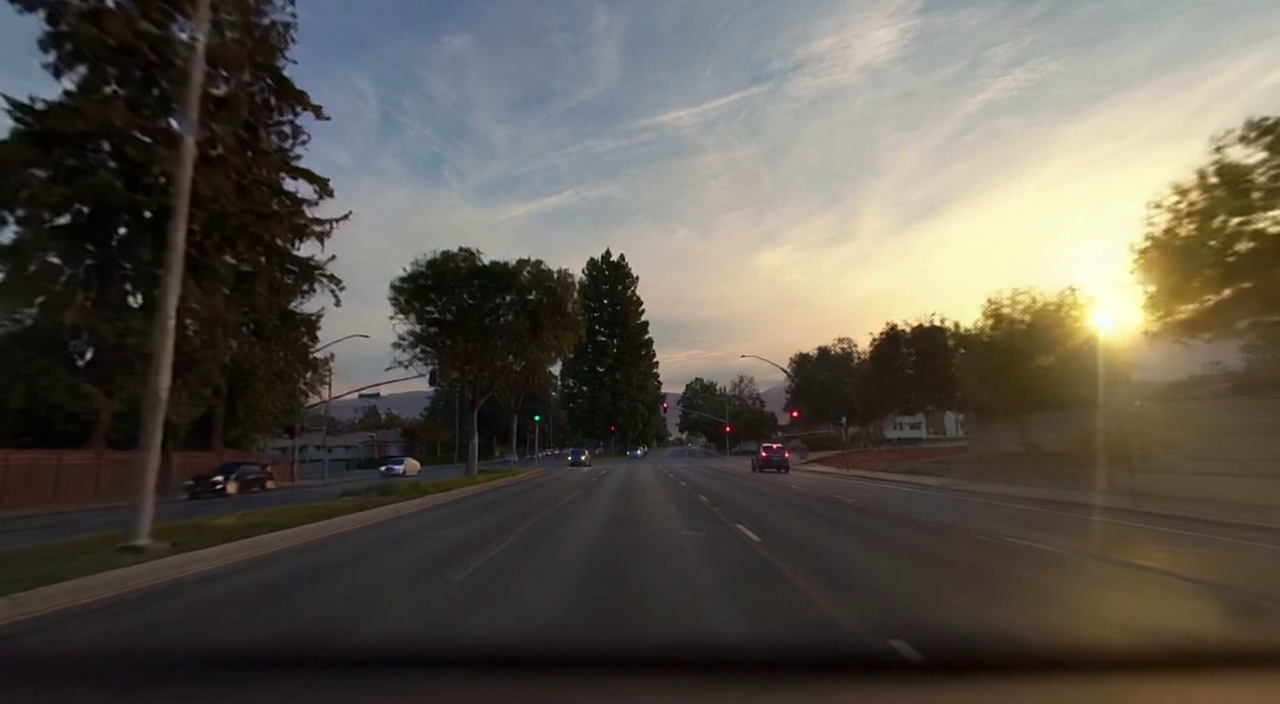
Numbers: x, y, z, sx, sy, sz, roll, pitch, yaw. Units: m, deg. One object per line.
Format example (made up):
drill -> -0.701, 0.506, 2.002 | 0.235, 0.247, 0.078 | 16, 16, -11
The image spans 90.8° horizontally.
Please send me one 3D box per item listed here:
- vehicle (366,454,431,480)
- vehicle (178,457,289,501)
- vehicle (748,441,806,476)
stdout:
vehicle -> -16.622, 7.878, 43.708 | 1.895, 1.644, 4.160 | -3, -9, 19
vehicle -> -17.718, 5.528, 27.818 | 1.883, 1.583, 4.342 | -3, -9, 2
vehicle -> 7.079, 5.535, 33.054 | 2.011, 1.710, 4.357 | 0, -9, -1
